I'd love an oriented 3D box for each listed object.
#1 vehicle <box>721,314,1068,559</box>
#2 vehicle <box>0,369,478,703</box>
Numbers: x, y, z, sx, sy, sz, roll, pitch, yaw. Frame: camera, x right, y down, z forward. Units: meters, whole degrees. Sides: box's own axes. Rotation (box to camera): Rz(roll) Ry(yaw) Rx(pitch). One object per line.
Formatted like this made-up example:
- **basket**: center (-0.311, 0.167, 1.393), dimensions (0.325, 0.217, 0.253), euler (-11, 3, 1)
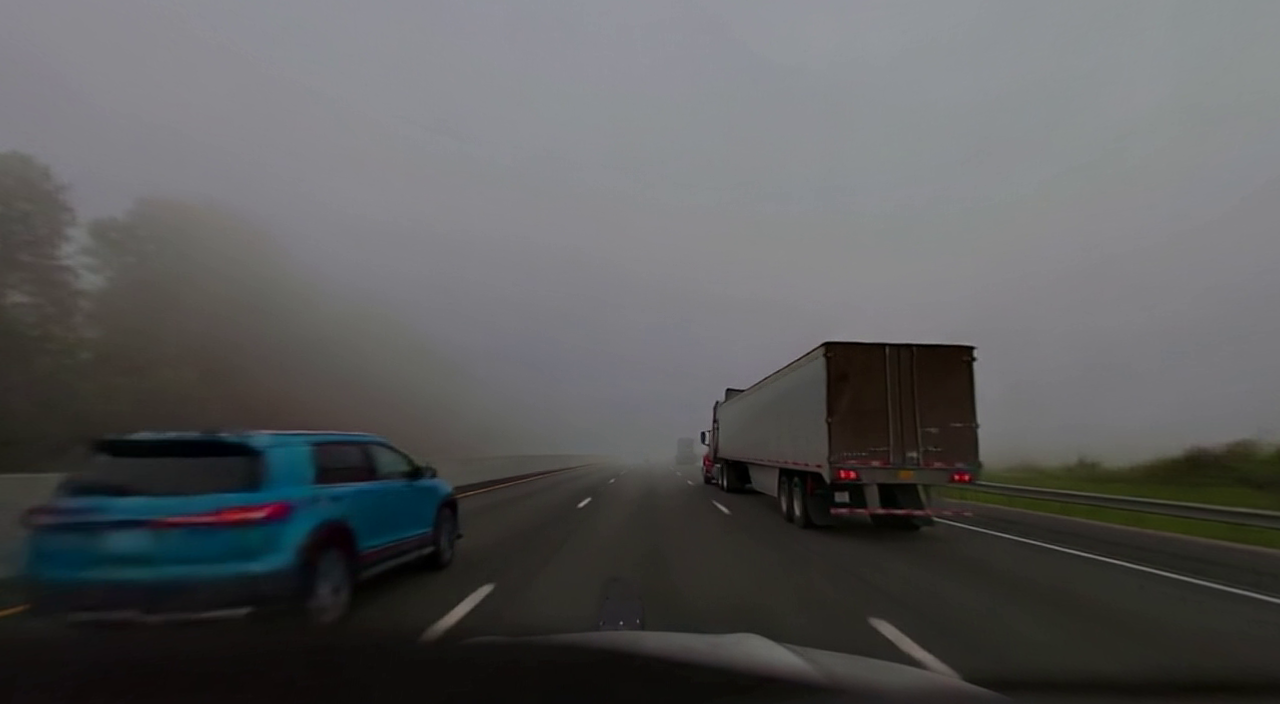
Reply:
- **vehicle**: center (4.417, 2.247, 15.854), dimensions (2.868, 3.427, 14.032), euler (0, -9, 0)
- **vehicle**: center (-3.140, 1.270, 5.387), dimensions (2.297, 1.683, 4.385), euler (0, -9, 1)
